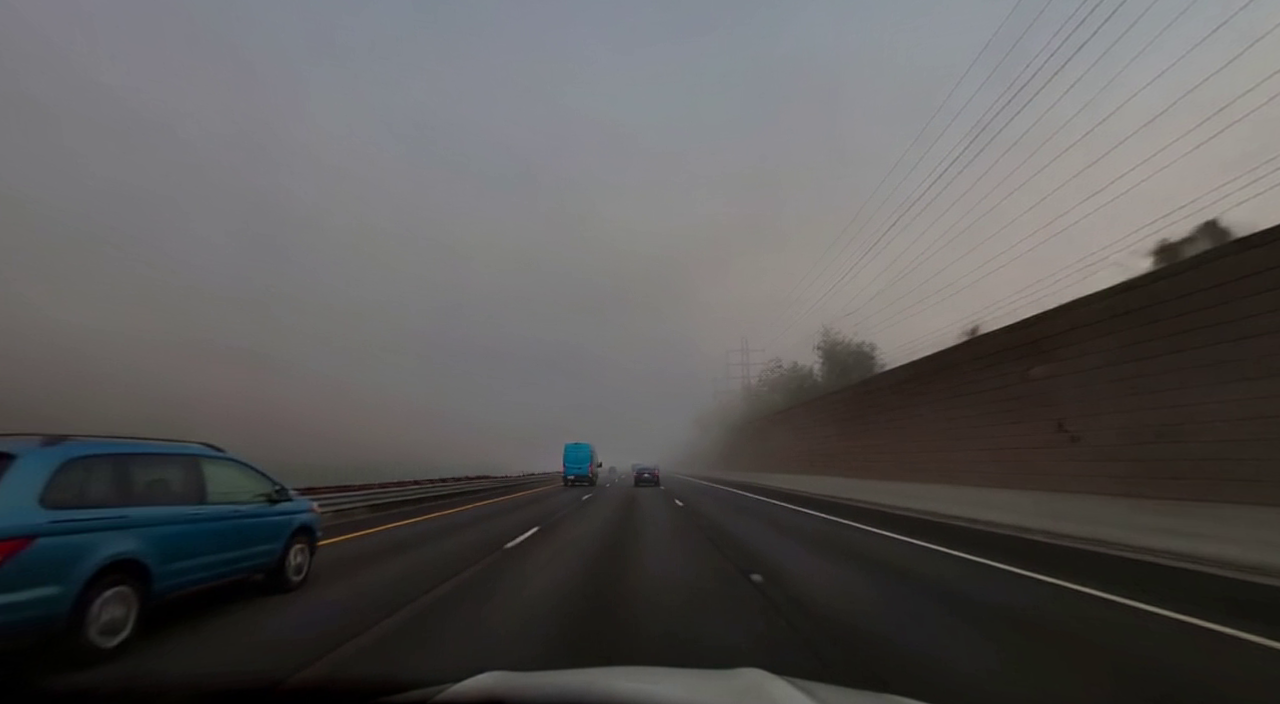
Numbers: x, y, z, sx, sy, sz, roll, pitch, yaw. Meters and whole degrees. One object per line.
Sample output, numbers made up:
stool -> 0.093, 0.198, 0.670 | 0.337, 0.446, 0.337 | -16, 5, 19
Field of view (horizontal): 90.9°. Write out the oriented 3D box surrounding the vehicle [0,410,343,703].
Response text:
vehicle -> -4.366, 1.336, 4.698 | 2.023, 1.541, 4.543 | 1, -10, 1

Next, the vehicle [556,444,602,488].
vehicle -> -3.902, 7.548, 41.713 | 2.394, 2.609, 6.875 | 1, -10, 0

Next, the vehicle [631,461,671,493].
vehicle -> 0.520, 6.671, 33.690 | 2.006, 1.554, 3.863 | 1, -10, -1
